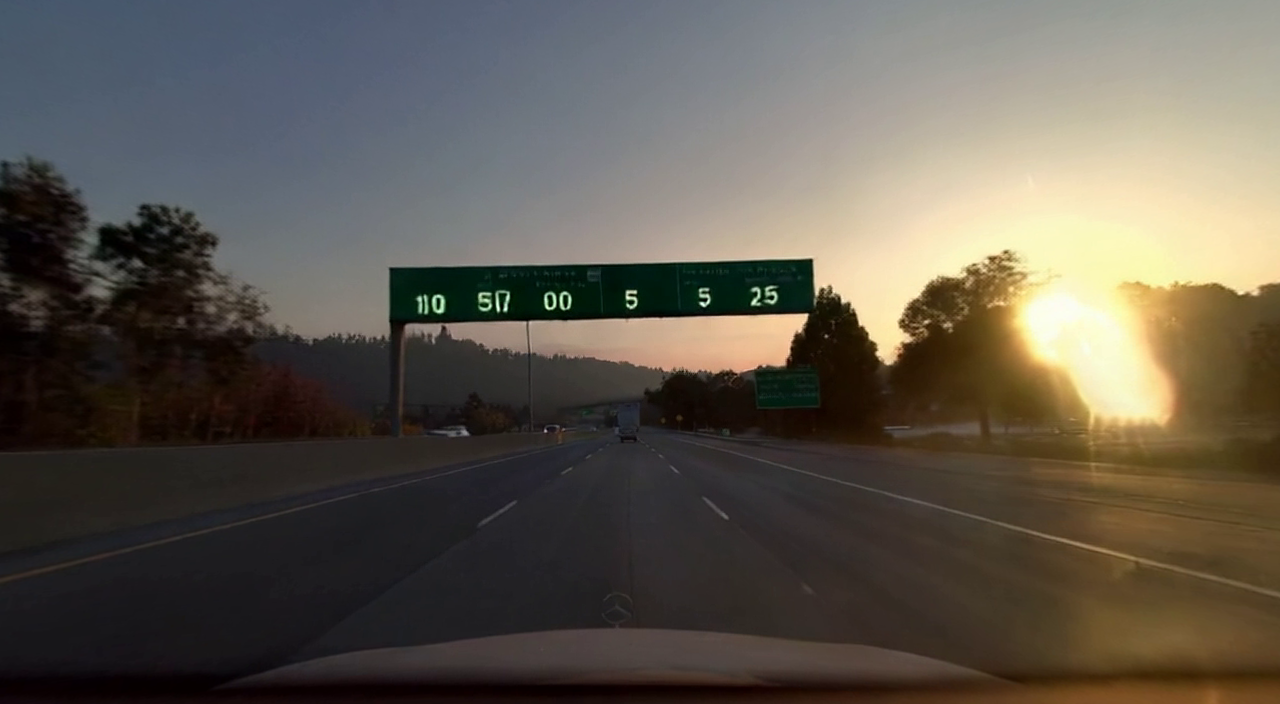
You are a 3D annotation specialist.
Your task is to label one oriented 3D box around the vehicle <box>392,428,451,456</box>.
[{"bbox_3d":[-13.241,5.458,38.375,1.949,1.576,4.484,0,-7,0],"label":"vehicle"}]
